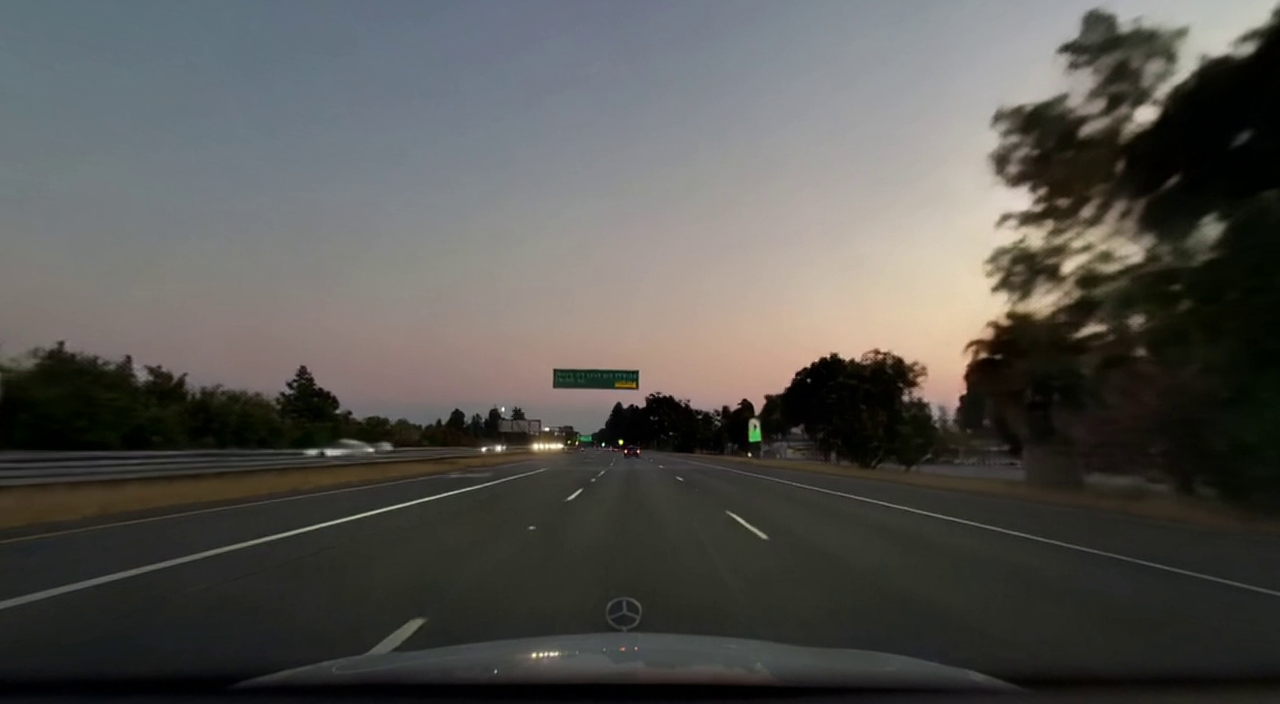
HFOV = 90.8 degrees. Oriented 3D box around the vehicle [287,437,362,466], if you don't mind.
[{"bbox_3d":[-17.173,5.432,34.561,1.856,1.447,4.302,0,-9,0],"label":"vehicle"}]
